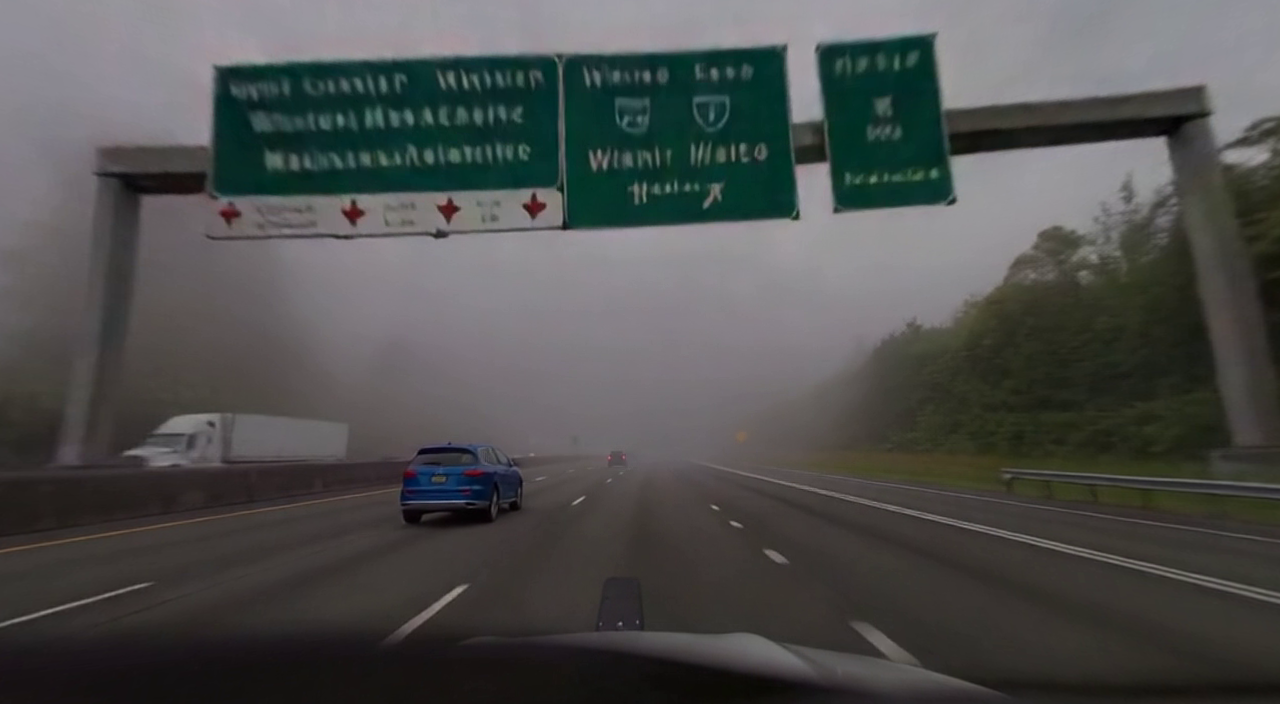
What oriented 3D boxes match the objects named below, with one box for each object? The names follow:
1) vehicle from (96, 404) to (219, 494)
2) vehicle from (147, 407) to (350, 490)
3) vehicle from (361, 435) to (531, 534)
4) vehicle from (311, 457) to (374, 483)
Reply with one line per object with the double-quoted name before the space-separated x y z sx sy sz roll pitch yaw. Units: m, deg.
"vehicle" -22.758 4.574 29.992 2.954 4.005 3.206 0 -9 1
"vehicle" -22.572 5.805 38.257 2.839 4.056 14.261 0 -9 2
"vehicle" -3.598 2.522 12.623 2.016 1.623 4.126 0 -9 1
"vehicle" -18.336 7.271 39.112 1.887 1.417 3.931 -1 -9 2
